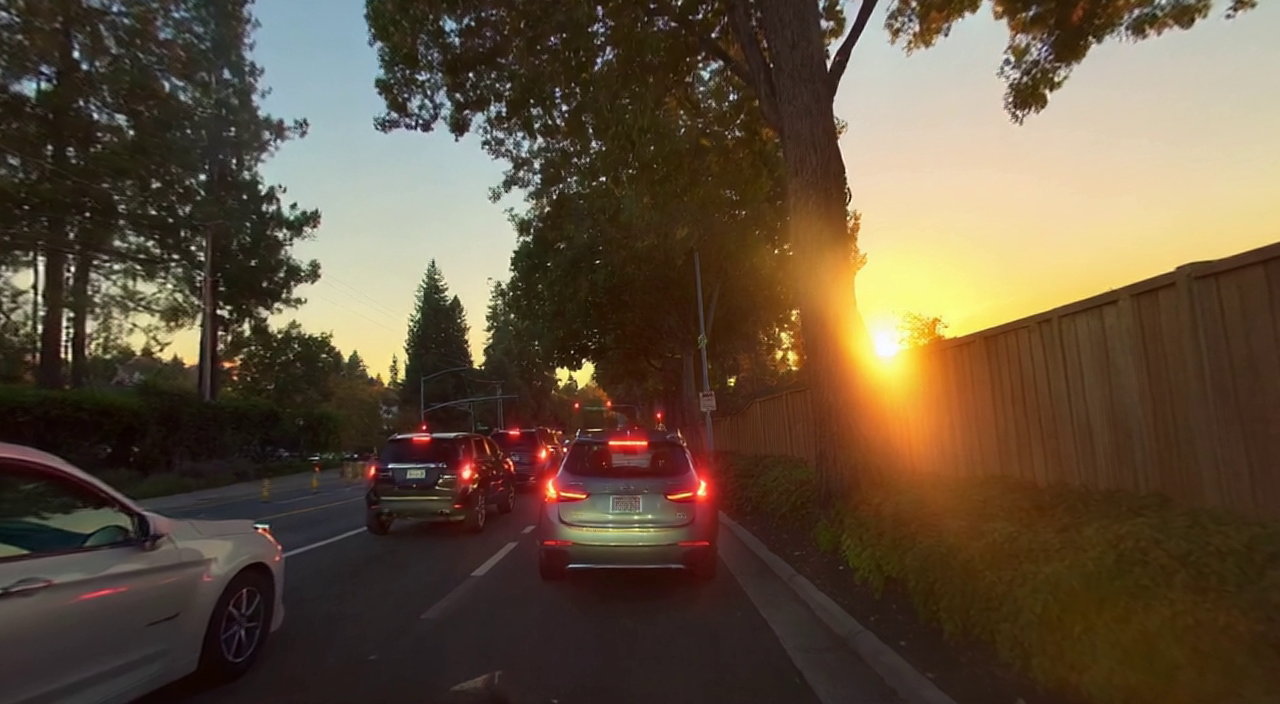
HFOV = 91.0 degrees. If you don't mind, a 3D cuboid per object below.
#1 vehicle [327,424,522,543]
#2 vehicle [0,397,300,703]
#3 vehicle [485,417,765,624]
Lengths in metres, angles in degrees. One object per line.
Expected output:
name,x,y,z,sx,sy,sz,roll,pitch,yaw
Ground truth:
vehicle,-3.225,2.036,10.311,1.850,1.582,3.688,0,-8,0
vehicle,-3.157,0.841,1.604,1.980,1.520,4.636,0,-8,0
vehicle,-0.136,1.490,6.498,1.995,1.460,3.865,0,-8,-1
